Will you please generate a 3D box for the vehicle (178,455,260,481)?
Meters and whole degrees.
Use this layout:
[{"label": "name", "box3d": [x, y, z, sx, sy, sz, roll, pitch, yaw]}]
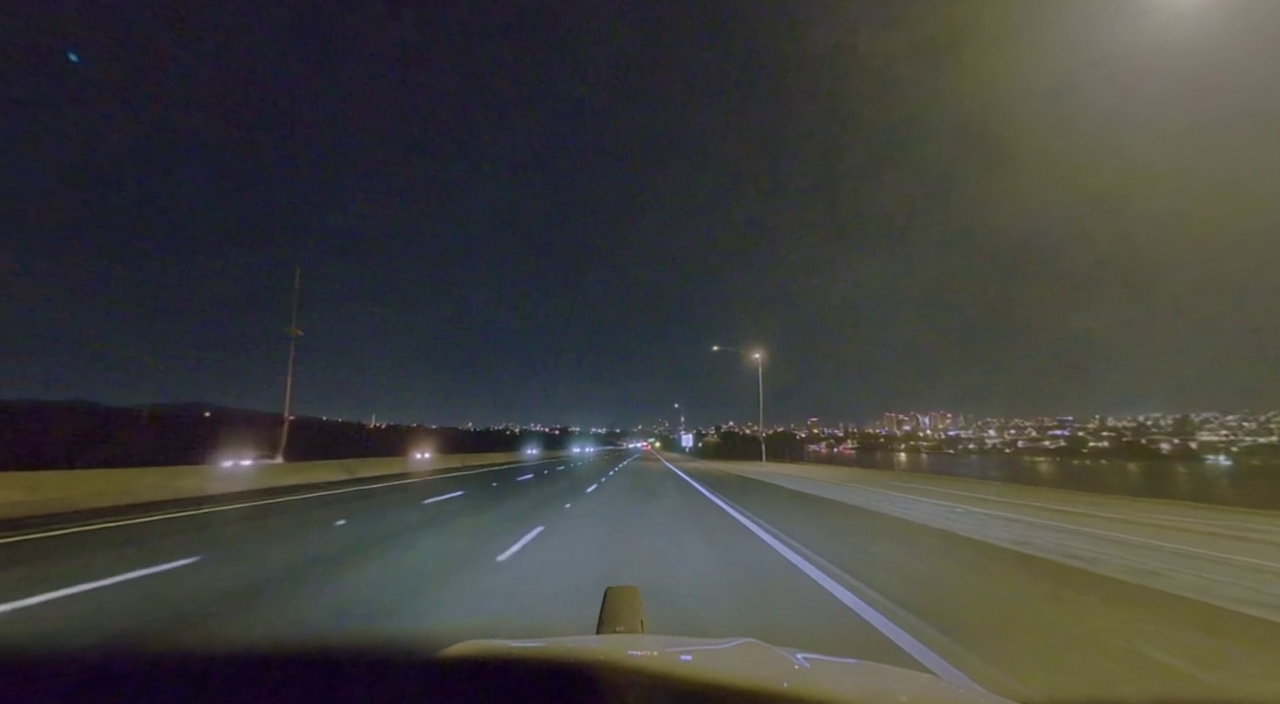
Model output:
[{"label": "vehicle", "box3d": [-27.791, 7.680, 41.784, 2.101, 1.568, 4.758, -1, -9, 1]}]
